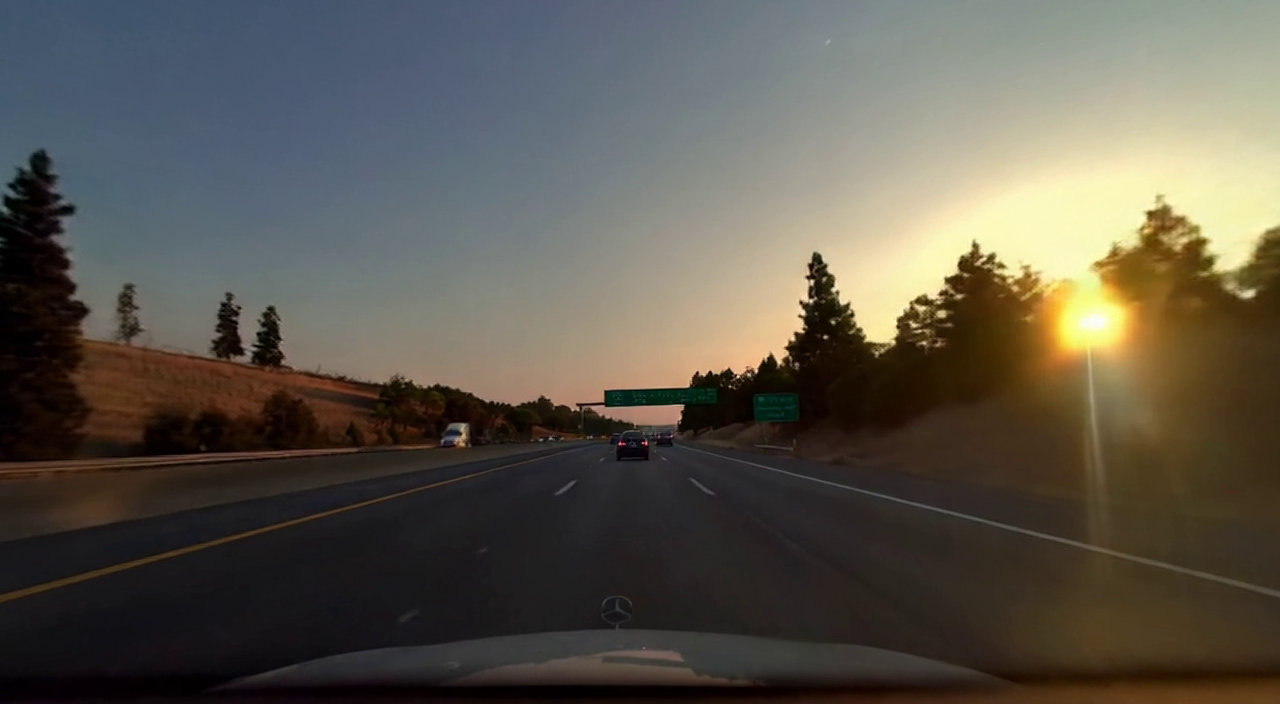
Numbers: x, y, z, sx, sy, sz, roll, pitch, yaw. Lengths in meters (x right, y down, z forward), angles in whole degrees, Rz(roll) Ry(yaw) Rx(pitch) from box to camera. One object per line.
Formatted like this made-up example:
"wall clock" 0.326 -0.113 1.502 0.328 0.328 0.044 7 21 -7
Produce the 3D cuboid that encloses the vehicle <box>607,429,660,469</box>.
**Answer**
"vehicle" -0.307 4.127 27.015 2.094 1.600 3.666 0 -8 -1
